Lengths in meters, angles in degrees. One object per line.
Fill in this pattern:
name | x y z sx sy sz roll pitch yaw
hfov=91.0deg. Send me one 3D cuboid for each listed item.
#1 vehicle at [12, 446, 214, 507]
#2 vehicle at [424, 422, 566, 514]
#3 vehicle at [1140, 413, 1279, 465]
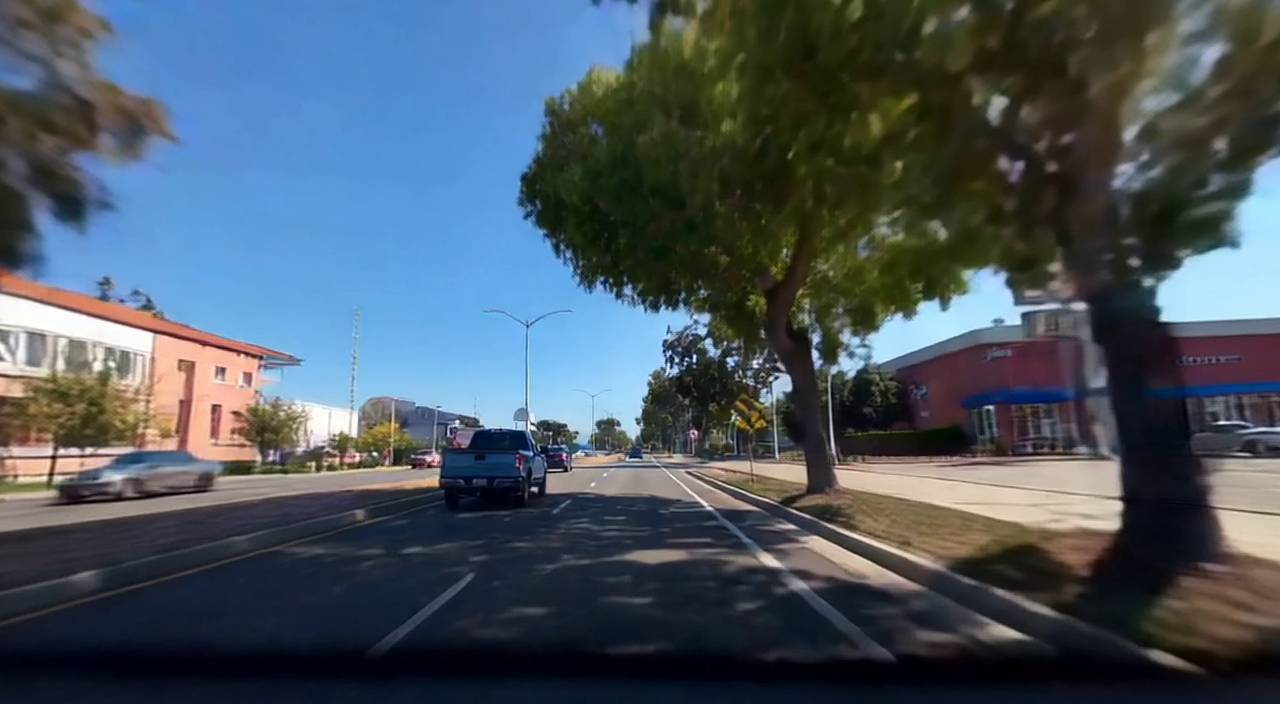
vehicle | -14.355 3.366 17.566 1.813 1.476 4.406 0 -9 0
vehicle | -3.193 2.700 15.208 2.065 1.790 5.417 0 -8 1
vehicle | 25.866 3.695 26.781 6.906 2.001 2.514 -1 -9 -1
